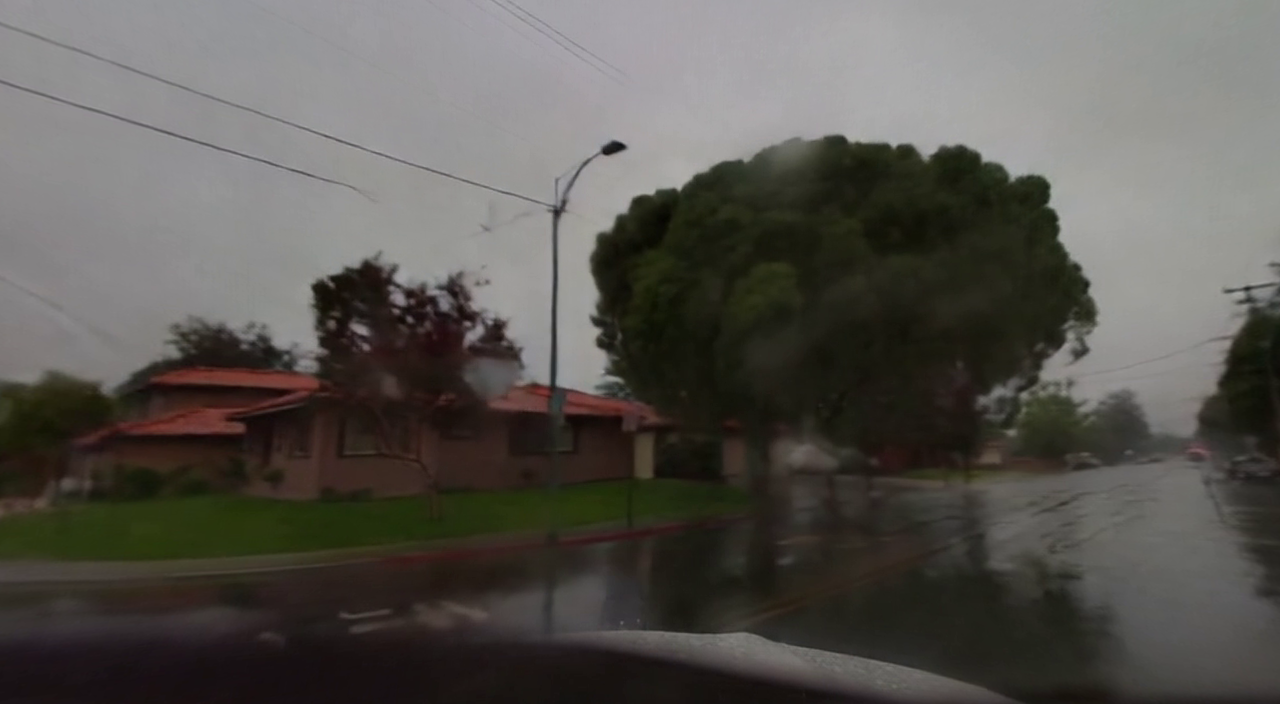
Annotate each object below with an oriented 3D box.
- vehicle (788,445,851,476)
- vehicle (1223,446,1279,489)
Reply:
[{"bbox_3d":[11.862,7.171,41.505,2.034,1.829,5.161,-8,-14,38],"label":"vehicle"},{"bbox_3d":[29.304,5.351,29.718,2.114,1.858,5.144,-7,-11,37],"label":"vehicle"}]
